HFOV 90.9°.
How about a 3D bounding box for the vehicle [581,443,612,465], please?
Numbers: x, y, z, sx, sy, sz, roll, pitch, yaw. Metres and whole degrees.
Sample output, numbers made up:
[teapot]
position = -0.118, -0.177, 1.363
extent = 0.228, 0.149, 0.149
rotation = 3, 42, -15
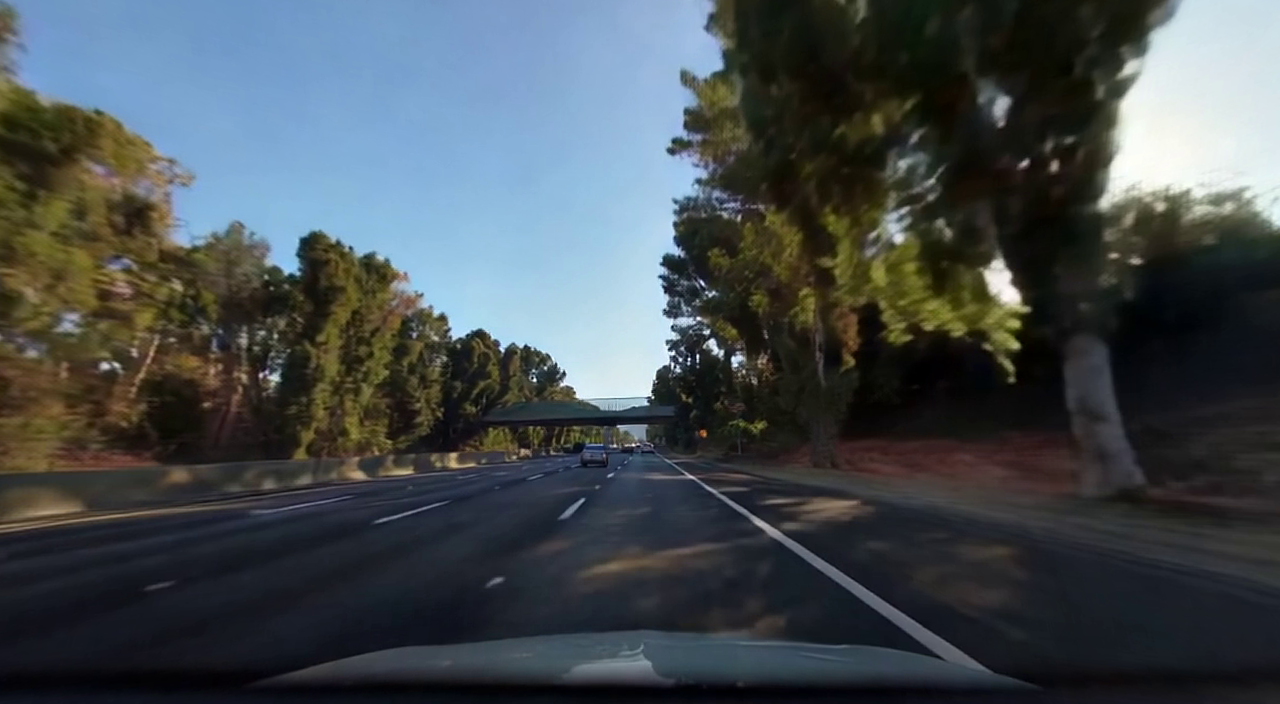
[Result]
[vehicle]
position = -3.256, 7.701, 47.745
extent = 1.993, 1.589, 3.898
rotation = 0, -8, 0
